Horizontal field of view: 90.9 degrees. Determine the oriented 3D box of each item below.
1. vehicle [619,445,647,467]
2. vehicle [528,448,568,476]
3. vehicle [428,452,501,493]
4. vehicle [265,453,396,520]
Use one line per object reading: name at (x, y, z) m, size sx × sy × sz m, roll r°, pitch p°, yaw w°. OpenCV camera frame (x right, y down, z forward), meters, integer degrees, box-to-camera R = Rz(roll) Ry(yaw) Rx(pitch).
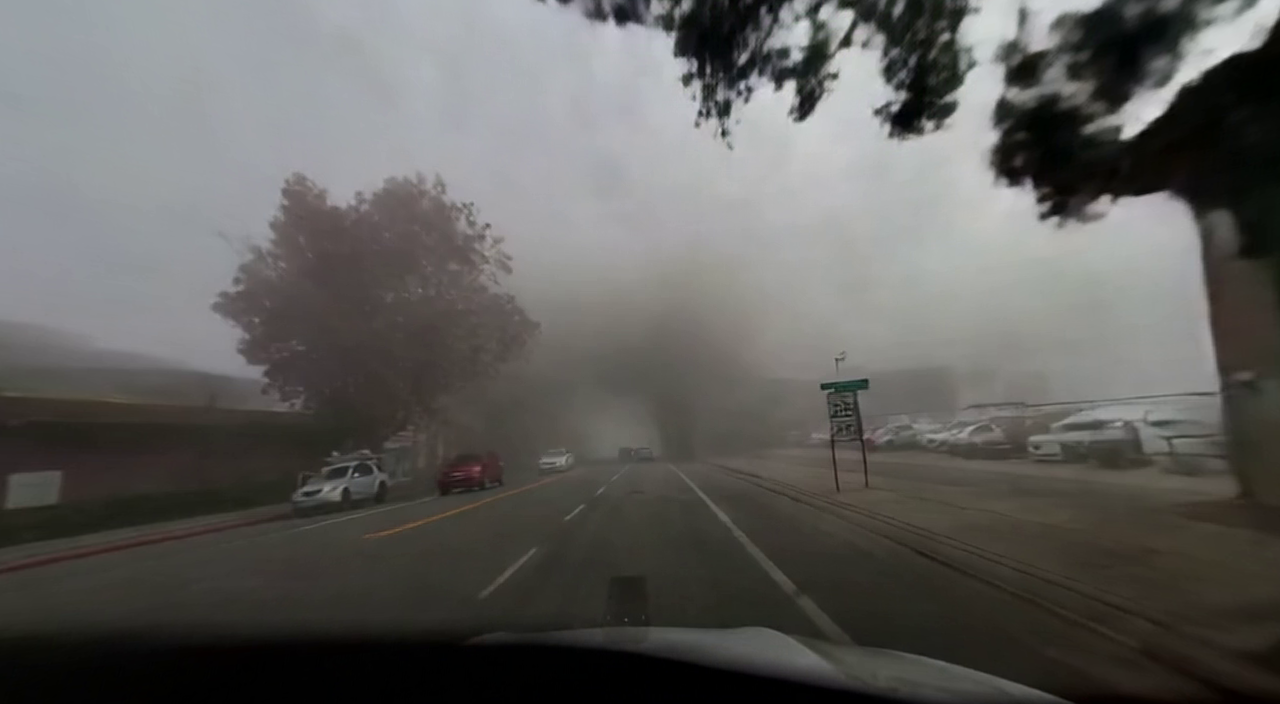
vehicle at (-0.541, 7.782, 47.371) m, size 2.020 × 1.478 × 3.922 m, roll 0°, pitch -8°, yaw -2°
vehicle at (-6.149, 7.336, 42.458) m, size 2.030 × 1.701 × 4.559 m, roll -1°, pitch -8°, yaw 0°
vehicle at (-7.938, 5.465, 28.966) m, size 2.038 × 1.670 × 4.468 m, roll -1°, pitch -8°, yaw 1°
vehicle at (-10.898, 4.709, 22.755) m, size 2.102 × 2.004 × 5.285 m, roll 0°, pitch -8°, yaw -1°
